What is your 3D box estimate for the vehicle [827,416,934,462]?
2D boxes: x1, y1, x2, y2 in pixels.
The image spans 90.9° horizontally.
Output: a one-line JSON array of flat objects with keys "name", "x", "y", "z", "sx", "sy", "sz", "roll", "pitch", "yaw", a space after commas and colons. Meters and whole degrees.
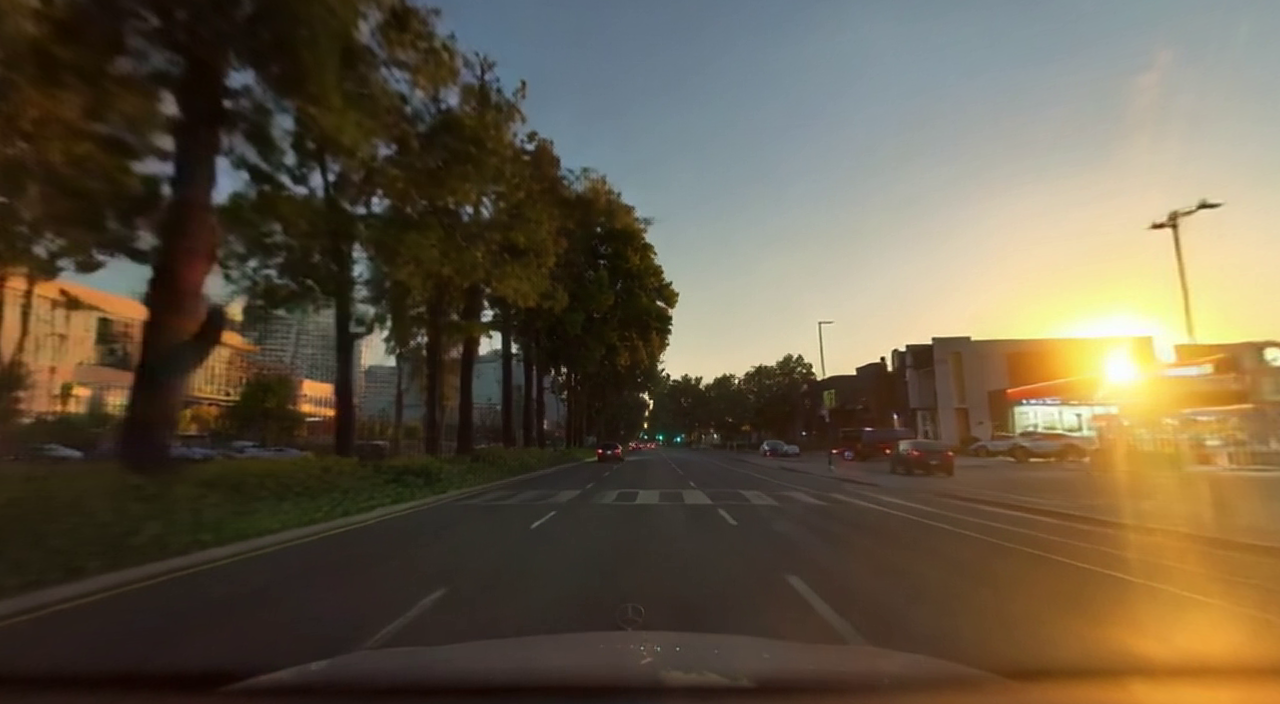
[{"name": "vehicle", "x": 15.250, "y": 5.562, "z": 40.236, "sx": 5.820, "sy": 2.752, "sz": 2.234, "roll": 0, "pitch": -8, "yaw": -1}]

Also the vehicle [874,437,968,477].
[{"name": "vehicle", "x": 11.736, "y": 4.407, "z": 26.696, "sx": 1.967, "sy": 1.500, "sz": 4.353, "roll": -1, "pitch": -8, "yaw": 1}]

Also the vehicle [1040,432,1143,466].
[{"name": "vehicle", "x": 21.398, "y": 4.565, "z": 29.849, "sx": 4.674, "sy": 1.471, "sz": 1.954, "roll": 4, "pitch": -9, "yaw": -28}]
